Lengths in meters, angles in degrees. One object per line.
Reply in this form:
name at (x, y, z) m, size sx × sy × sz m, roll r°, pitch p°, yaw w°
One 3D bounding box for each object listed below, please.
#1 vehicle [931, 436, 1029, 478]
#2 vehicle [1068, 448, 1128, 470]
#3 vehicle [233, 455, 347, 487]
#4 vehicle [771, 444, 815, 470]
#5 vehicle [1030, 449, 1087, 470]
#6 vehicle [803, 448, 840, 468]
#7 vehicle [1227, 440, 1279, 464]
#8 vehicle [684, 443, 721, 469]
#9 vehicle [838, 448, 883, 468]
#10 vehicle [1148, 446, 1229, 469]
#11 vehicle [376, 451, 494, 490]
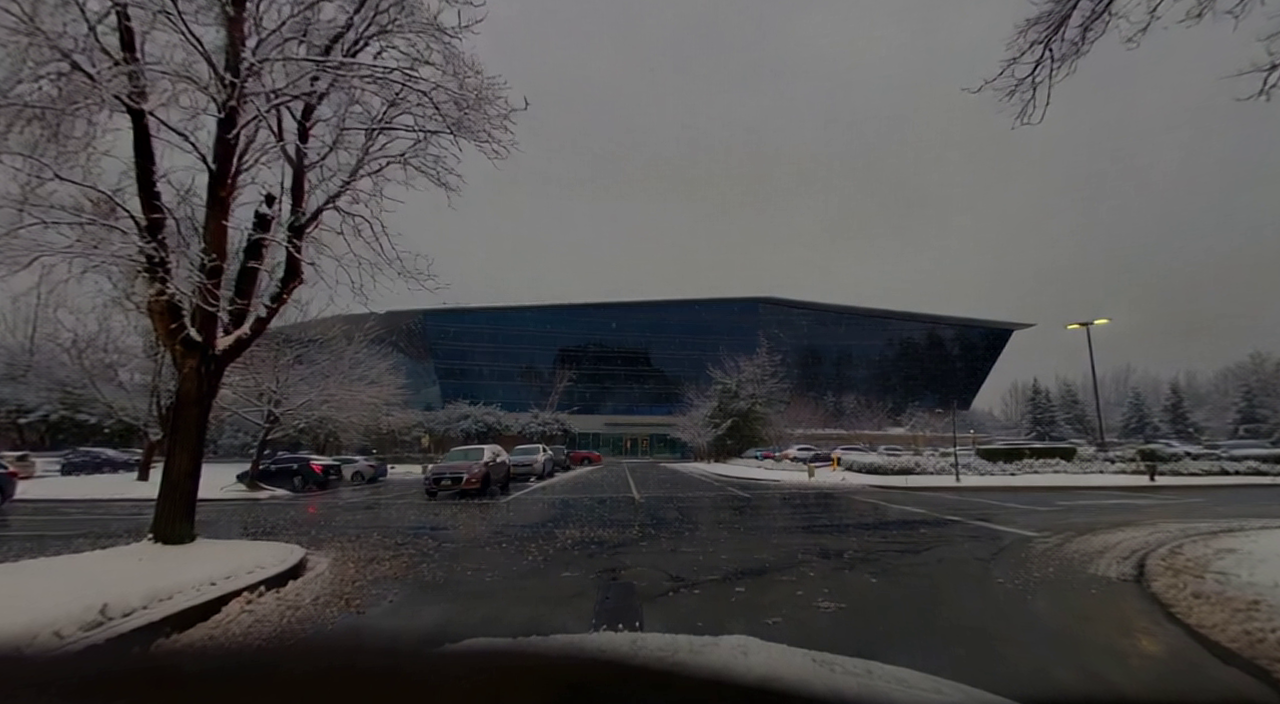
vehicle at (16.477, 5.097, 30.975) m, size 2.048 × 1.852 × 4.998 m, roll 0°, pitch -9°, yaw 1°
vehicle at (31.292, 7.308, 43.260) m, size 1.519 × 1.371 × 3.278 m, roll 0°, pitch -8°, yaw -1°
vehicle at (-16.742, 5.695, 30.361) m, size 4.331 × 1.437 × 1.876 m, roll 0°, pitch -8°, yaw 2°
vehicle at (10.526, 7.206, 43.704) m, size 1.936 × 1.673 × 4.305 m, roll 0°, pitch -8°, yaw 0°
vehicle at (28.318, 7.287, 42.885) m, size 1.495 × 1.371 × 3.336 m, roll 0°, pitch -9°, yaw -1°
vehicle at (14.202, 8.302, 49.643) m, size 1.935 × 1.477 × 3.719 m, roll 0°, pitch -8°, yaw 3°
vehicle at (43.061, 6.813, 43.081) m, size 1.758 × 1.572 × 4.421 m, roll 0°, pitch -8°, yaw 1°
vehicle at (4.613, 7.751, 47.297) m, size 2.262 × 1.794 × 5.331 m, roll 0°, pitch -8°, yaw 1°
vehicle at (17.055, 8.223, 49.081) m, size 1.971 × 1.478 × 4.477 m, roll 0°, pitch -8°, yaw 1°
vehicle at (37.013, 7.118, 42.769) m, size 1.678 × 1.423 × 4.191 m, roll 0°, pitch -8°, yaw -2°
vehicle at (-8.706, 4.980, 26.902) m, size 4.442 × 1.504 × 1.809 m, roll 4°, pitch -10°, yaw -28°
